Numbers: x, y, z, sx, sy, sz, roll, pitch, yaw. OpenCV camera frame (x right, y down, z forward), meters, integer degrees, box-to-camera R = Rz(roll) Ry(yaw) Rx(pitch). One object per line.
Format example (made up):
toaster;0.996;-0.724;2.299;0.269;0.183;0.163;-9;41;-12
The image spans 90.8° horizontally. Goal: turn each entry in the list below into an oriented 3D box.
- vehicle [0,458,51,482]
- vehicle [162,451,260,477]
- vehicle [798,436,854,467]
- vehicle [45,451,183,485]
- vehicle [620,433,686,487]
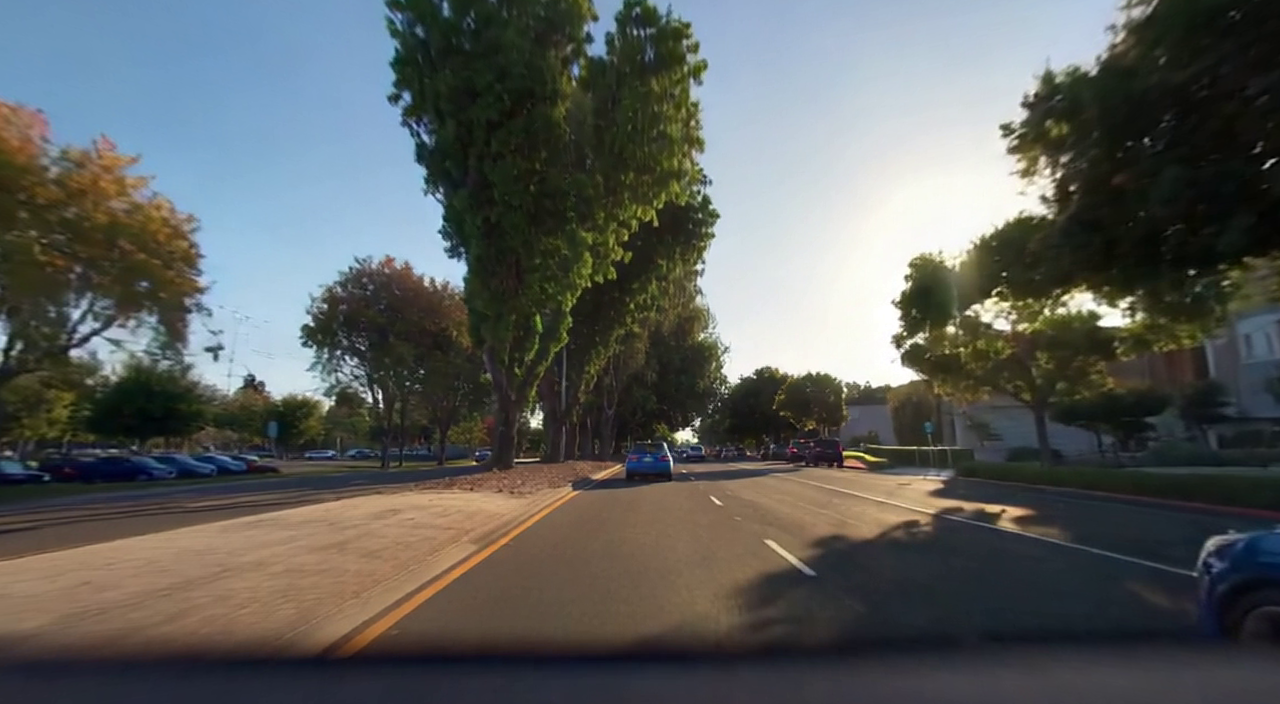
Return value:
vehicle;-41.997;7.764;41.669;4.109;1.496;1.929;1;-8;-9
vehicle;-25.836;6.733;38.183;4.453;1.472;1.873;1;-8;-7
vehicle;12.092;6.503;41.433;2.139;1.849;5.246;0;-8;1
vehicle;-23.974;5.284;28.939;4.490;1.407;1.864;1;-8;-6
vehicle;0.464;3.774;22.397;2.085;1.693;4.301;0;-8;1
